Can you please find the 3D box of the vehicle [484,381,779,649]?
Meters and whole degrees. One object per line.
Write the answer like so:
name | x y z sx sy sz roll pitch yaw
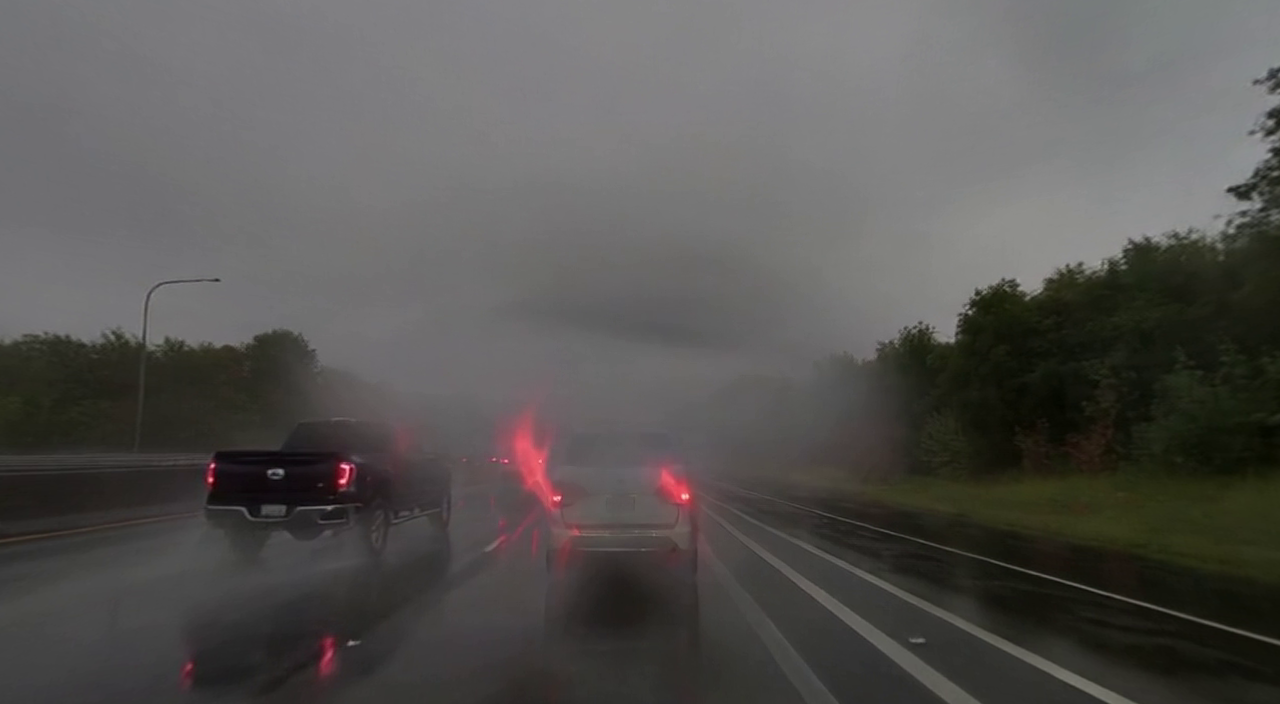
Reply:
vehicle | -0.086 1.365 6.069 1.995 1.798 3.380 0 -9 -1

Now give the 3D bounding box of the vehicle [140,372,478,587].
vehicle | -3.949 1.643 8.811 2.055 2.144 4.782 0 -9 0
